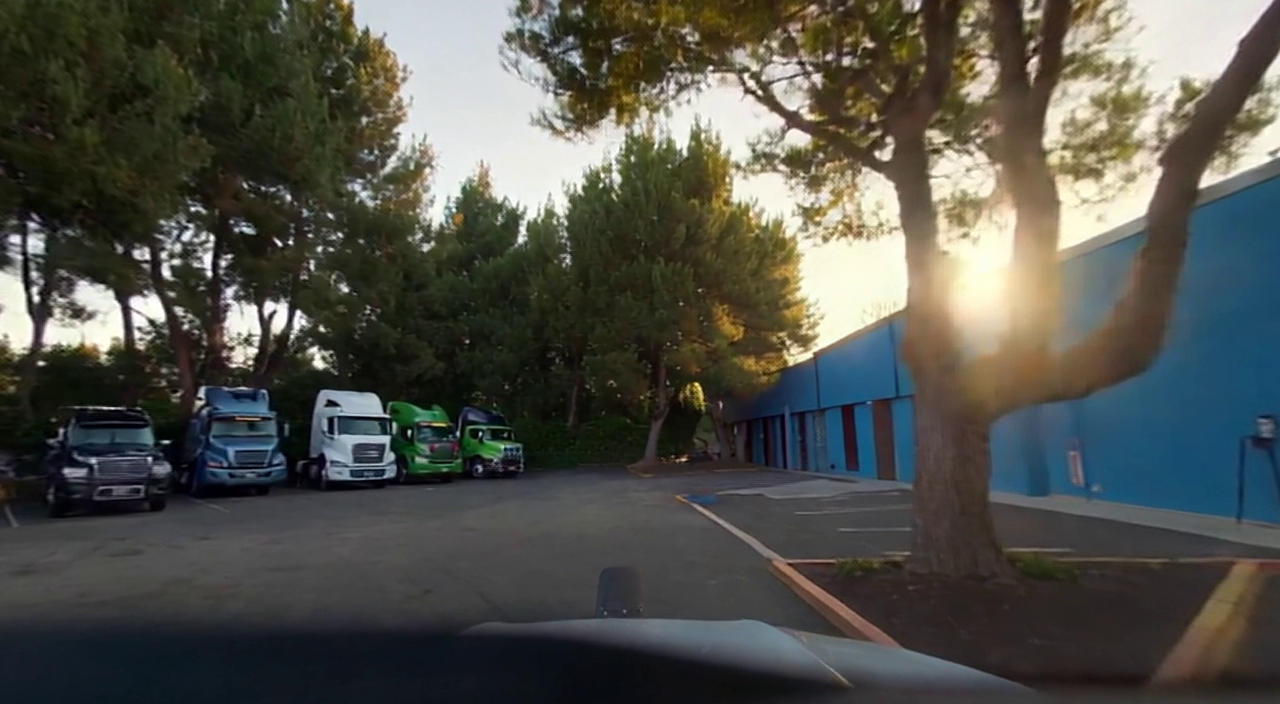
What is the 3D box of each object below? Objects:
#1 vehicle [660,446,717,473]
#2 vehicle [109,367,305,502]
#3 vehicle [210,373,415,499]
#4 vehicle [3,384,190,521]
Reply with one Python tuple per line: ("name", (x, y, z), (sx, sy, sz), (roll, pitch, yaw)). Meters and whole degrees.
("vehicle", (2.988, 6.503, 38.248), (1.809, 1.506, 3.473), (-7, -11, 37))
("vehicle", (-16.235, 3.124, 23.064), (11.512, 3.871, 3.038), (-8, -12, 42))
("vehicle", (-13.628, 3.487, 25.443), (11.906, 4.069, 2.948), (-8, -12, 41))
("vehicle", (-15.395, 2.783, 17.606), (7.819, 3.007, 2.674), (-8, -12, 41))
